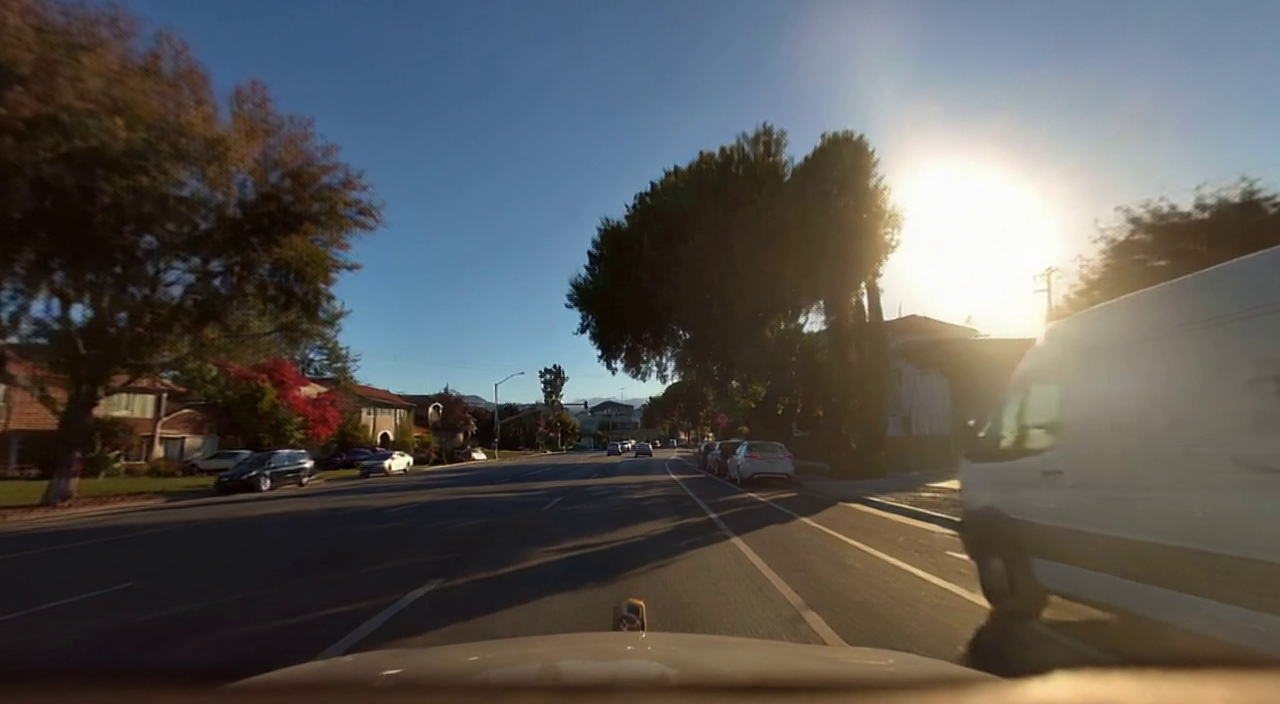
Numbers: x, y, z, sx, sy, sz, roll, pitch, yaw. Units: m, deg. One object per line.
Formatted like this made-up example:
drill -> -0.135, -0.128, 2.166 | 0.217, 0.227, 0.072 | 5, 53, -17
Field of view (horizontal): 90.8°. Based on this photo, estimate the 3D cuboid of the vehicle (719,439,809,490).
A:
vehicle -> 3.908, 3.639, 20.740 | 1.956, 1.468, 4.524 | 0, -9, -1

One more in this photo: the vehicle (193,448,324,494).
vehicle -> -14.149, 4.398, 23.851 | 1.923, 1.535, 4.862 | 0, -8, 0

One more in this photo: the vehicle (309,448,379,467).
vehicle -> -22.251, 7.943, 47.592 | 4.397, 1.423, 1.789 | -1, -9, 2

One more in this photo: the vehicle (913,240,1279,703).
vehicle -> 3.857, 0.730, 3.164 | 2.521, 2.168, 5.478 | 0, -9, 0
